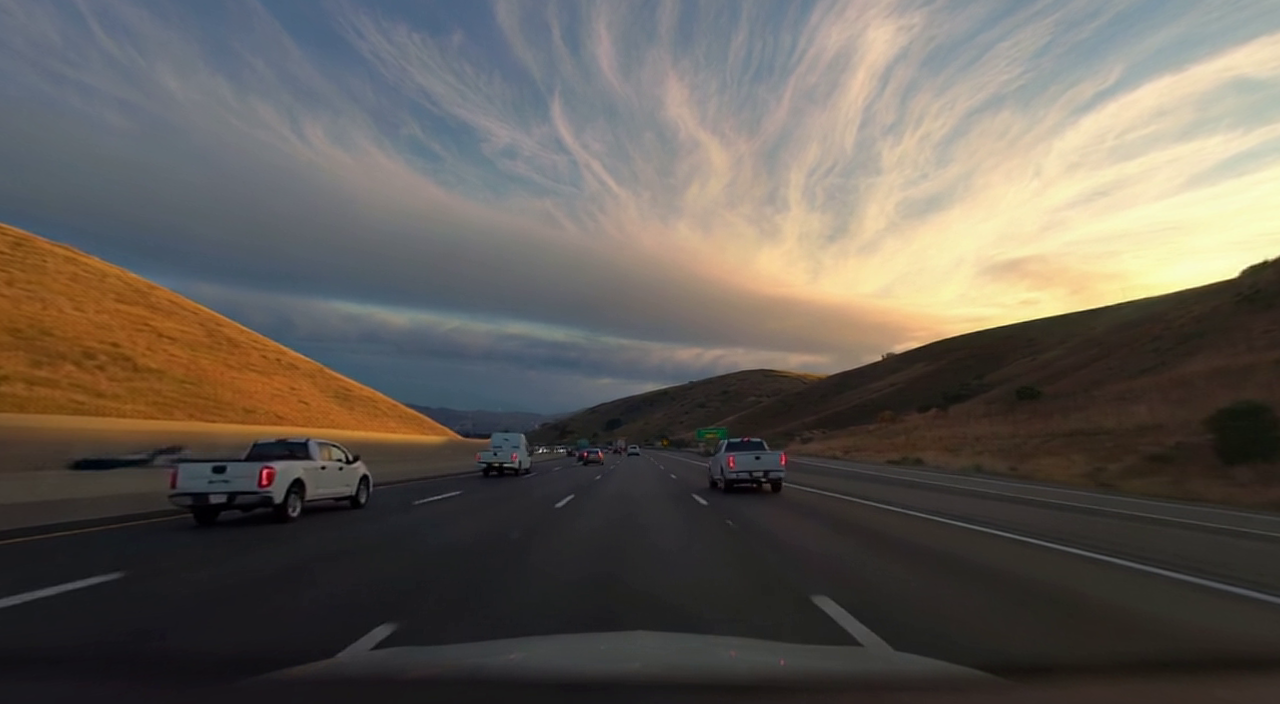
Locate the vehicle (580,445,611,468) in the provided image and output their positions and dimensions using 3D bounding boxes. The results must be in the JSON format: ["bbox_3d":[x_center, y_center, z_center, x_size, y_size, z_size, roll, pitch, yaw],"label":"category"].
[{"bbox_3d":[-3.238,7.737,46.642,2.009,1.593,4.378,0,-9,0],"label":"vehicle"}]

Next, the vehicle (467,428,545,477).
[{"bbox_3d":[-7.426,5.697,35.850,2.937,2.509,7.090,0,-9,-1],"label":"vehicle"}]

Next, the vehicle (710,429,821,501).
[{"bbox_3d":[3.430,3.223,18.285,2.231,1.789,4.700,0,-9,0],"label":"vehicle"}]

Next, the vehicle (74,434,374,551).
[{"bbox_3d":[-6.647,2.276,10.972,1.935,1.550,4.883,0,-9,-1],"label":"vehicle"}]
